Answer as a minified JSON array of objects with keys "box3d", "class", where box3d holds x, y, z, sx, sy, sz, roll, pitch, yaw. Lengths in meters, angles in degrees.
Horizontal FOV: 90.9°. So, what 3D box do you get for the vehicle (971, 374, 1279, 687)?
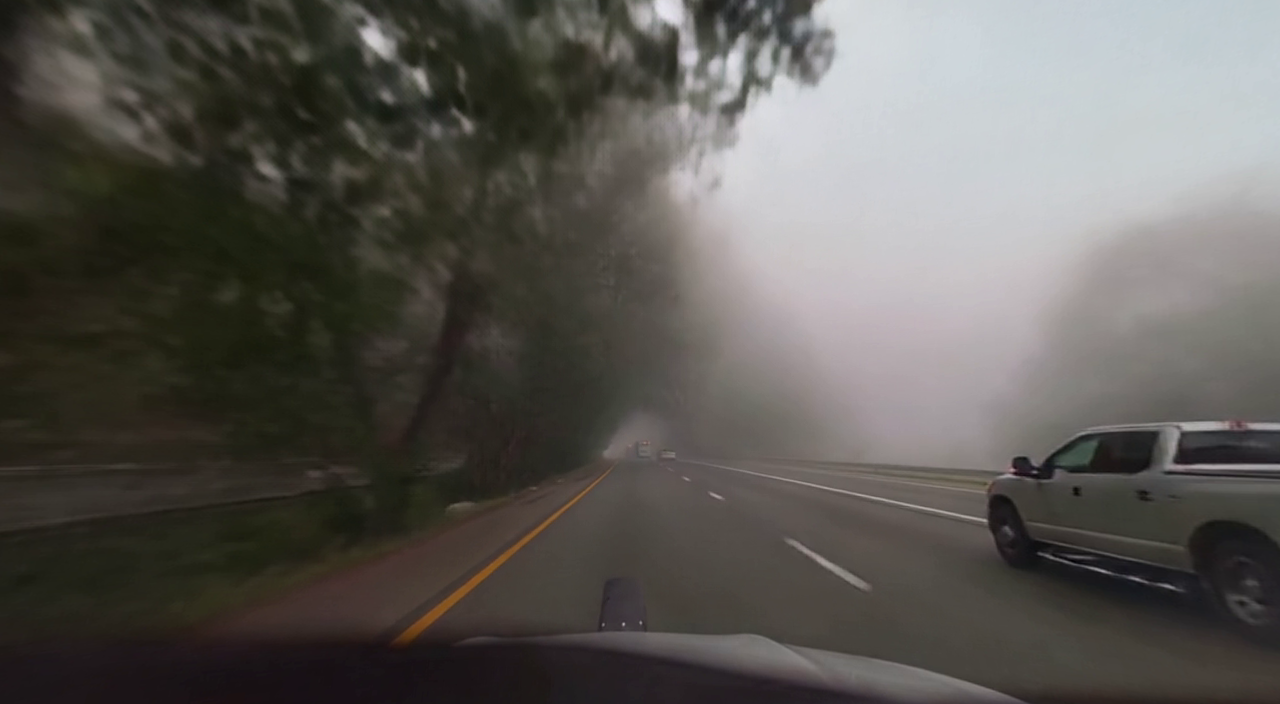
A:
[{"box3d":[4.407,1.085,4.234,1.933,1.663,4.440,0,-9,0],"class":"vehicle"}]
